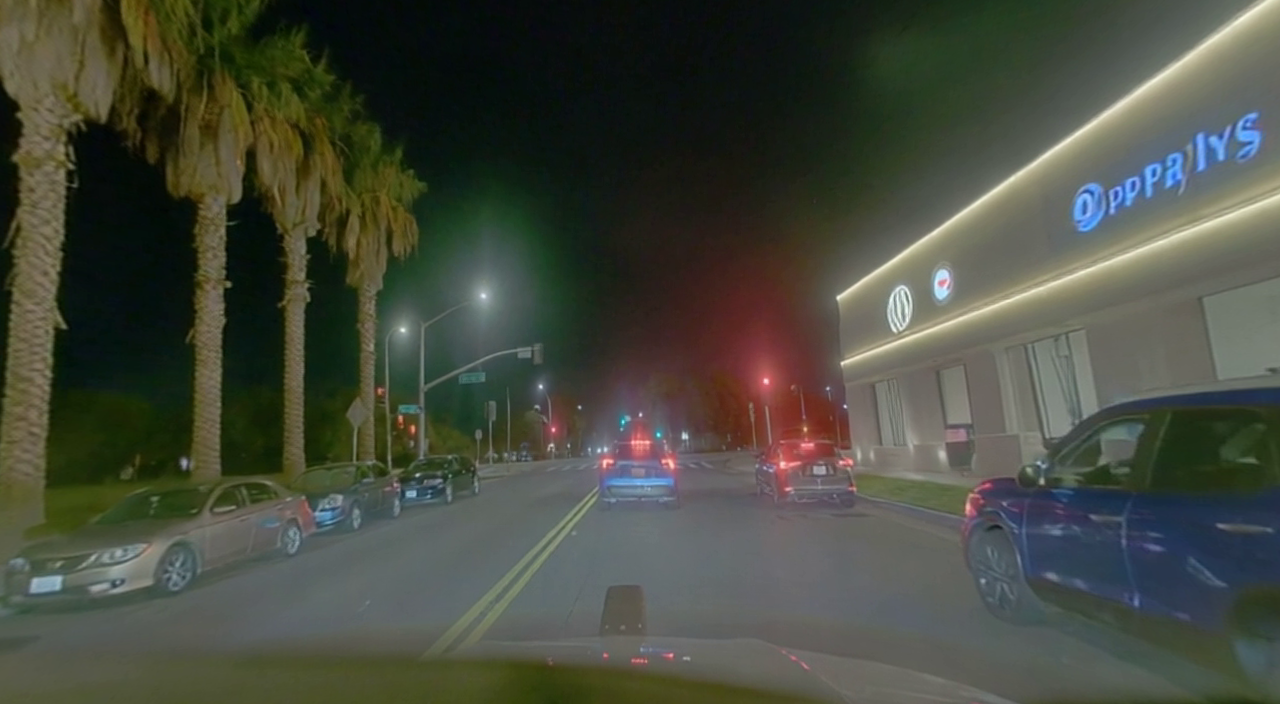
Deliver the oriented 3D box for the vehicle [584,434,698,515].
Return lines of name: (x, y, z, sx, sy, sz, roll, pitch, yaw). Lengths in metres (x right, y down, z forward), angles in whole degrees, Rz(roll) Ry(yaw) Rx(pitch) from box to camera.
vehicle: (-0.006, 2.511, 13.520, 2.060, 1.452, 4.078, 0, -8, -1)

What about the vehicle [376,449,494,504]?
vehicle: (-6.344, 3.887, 20.174, 2.105, 1.469, 4.693, 0, -8, 1)

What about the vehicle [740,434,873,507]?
vehicle: (3.607, 2.635, 14.584, 1.821, 1.417, 4.454, 0, -8, 0)

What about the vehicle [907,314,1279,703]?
vehicle: (3.632, 0.895, 3.525, 2.099, 1.786, 5.198, 0, -8, 1)

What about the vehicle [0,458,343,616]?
vehicle: (-6.141, 2.270, 8.726, 1.850, 1.482, 4.454, 0, -8, 1)
